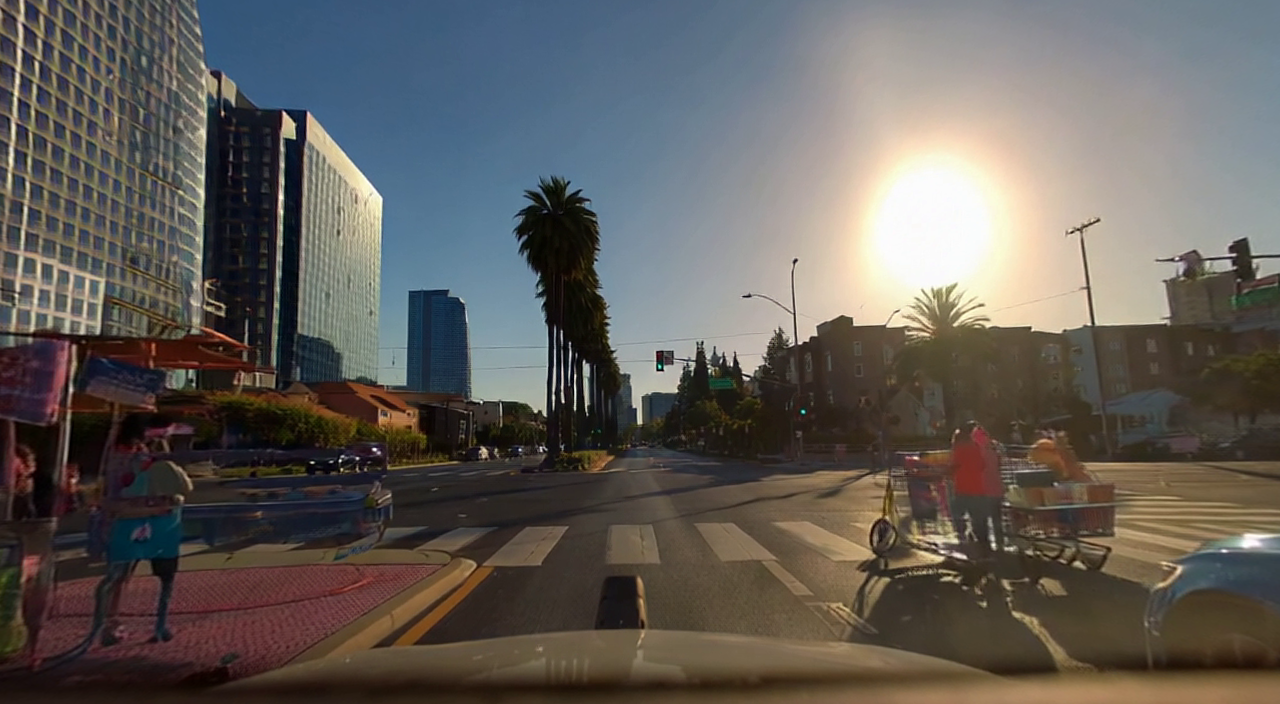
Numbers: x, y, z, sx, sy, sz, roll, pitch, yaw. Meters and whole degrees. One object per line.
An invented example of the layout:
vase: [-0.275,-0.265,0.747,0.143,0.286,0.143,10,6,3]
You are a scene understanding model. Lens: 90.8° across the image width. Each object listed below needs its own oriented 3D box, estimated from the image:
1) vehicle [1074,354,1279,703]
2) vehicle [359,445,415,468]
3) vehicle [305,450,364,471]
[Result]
vehicle: [3.313,0.662,1.129,2.060,1.631,4.169,0,-9,0]
vehicle: [-19.730,8.169,49.488,2.357,1.678,5.014,0,-9,0]
vehicle: [-23.649,8.427,49.186,1.955,1.480,5.163,0,-9,1]
